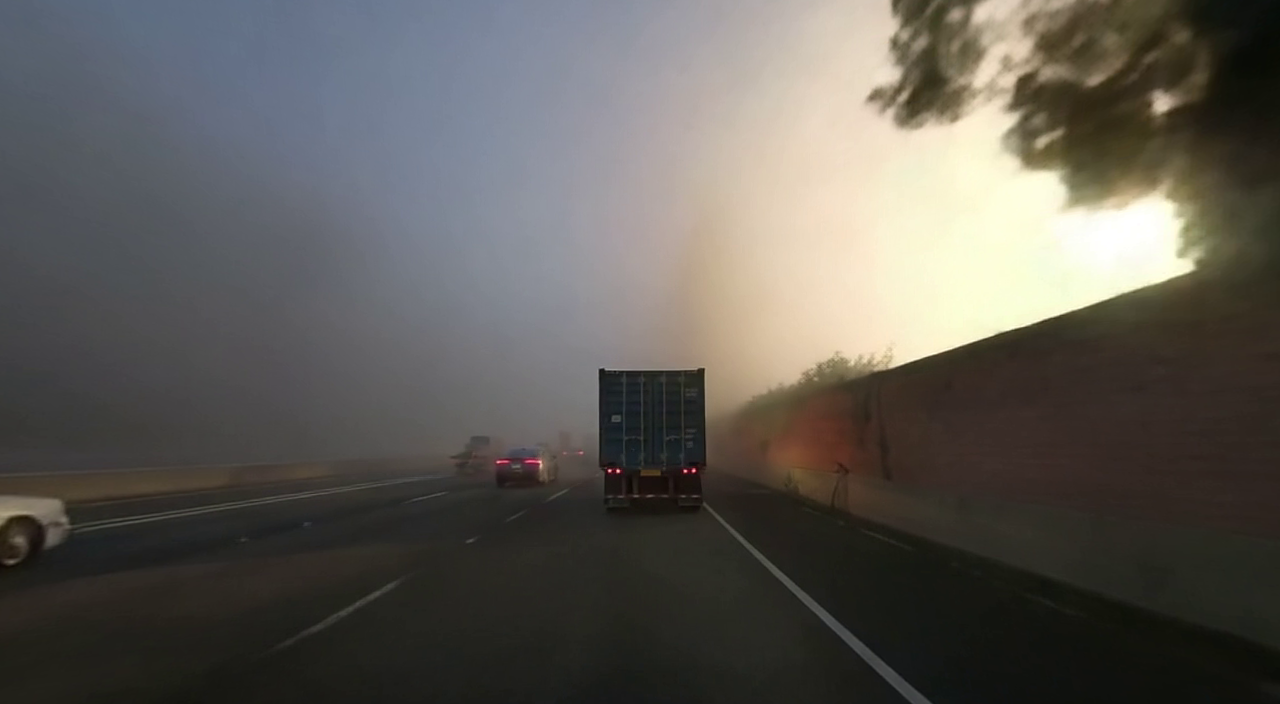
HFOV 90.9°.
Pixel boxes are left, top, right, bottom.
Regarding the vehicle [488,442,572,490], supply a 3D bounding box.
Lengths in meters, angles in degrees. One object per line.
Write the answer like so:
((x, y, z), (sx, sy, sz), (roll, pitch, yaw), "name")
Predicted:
((-3.642, 3.850, 21.723), (1.974, 1.475, 4.538), (0, -8, 1), "vehicle")

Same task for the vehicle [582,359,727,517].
((0.323, 2.278, 16.551), (2.798, 3.071, 8.412), (0, -8, 1), "vehicle")

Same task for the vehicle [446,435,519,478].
((-7.459, 5.007, 30.412), (2.164, 1.874, 5.004), (0, -8, 0), "vehicle")
